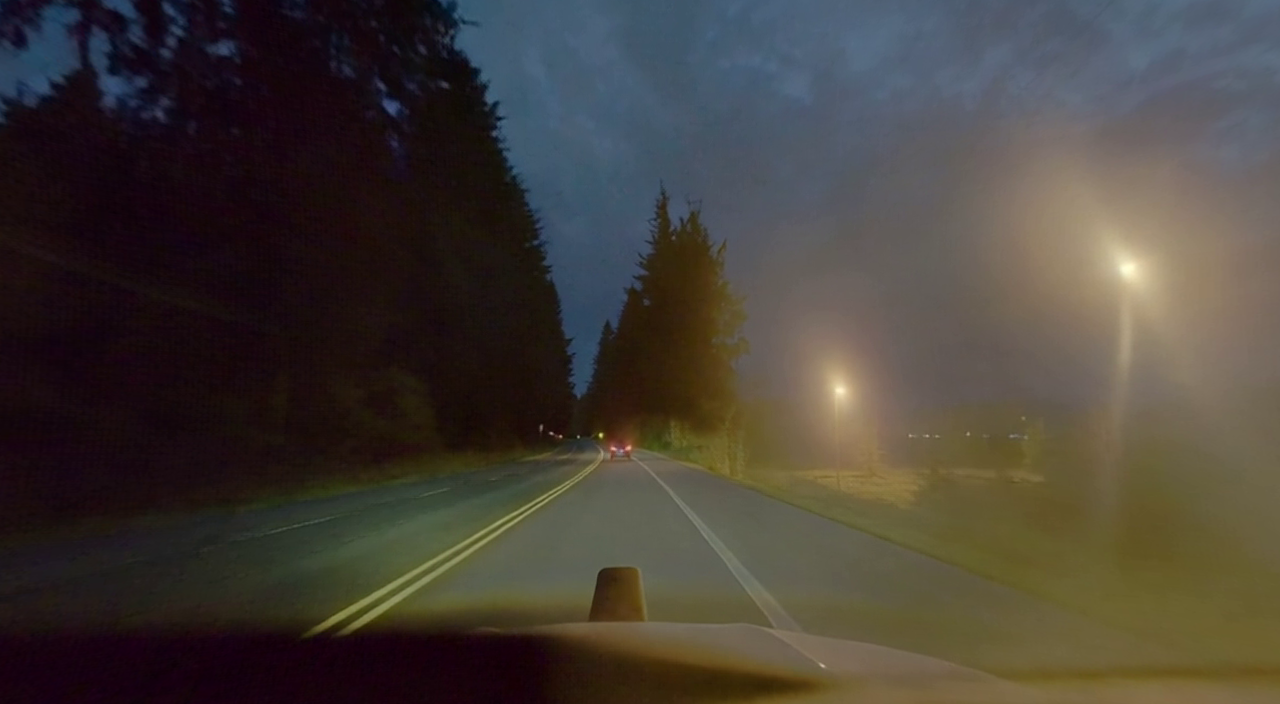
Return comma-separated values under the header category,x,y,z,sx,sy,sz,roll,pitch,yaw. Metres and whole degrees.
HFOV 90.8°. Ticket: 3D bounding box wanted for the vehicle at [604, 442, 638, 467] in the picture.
category,x,y,z,sx,sy,sz,roll,pitch,yaw
vehicle,-1.193,6.451,39.891,2.042,1.489,3.963,0,-9,-2
